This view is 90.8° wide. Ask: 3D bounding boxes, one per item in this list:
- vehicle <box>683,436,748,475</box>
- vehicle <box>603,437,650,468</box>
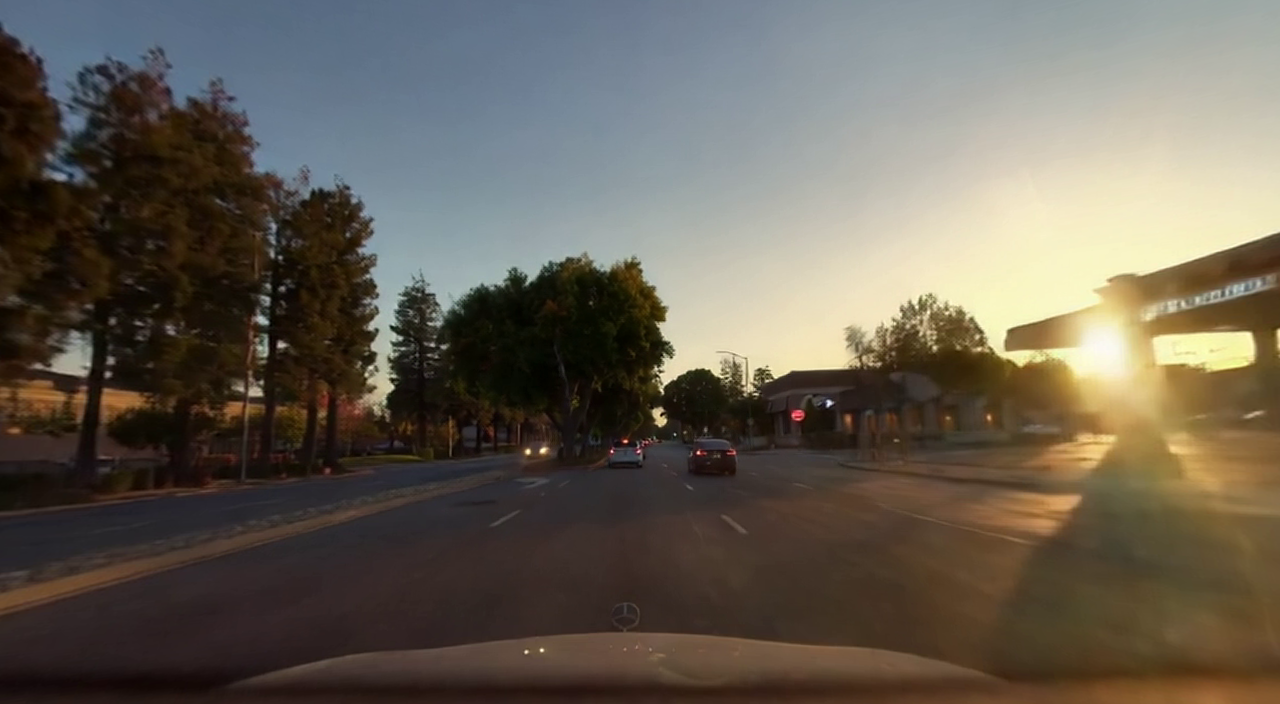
[{"bbox_3d":[3.035,4.261,26.444,2.057,1.491,4.675,0,-8,-1],"label":"vehicle"},{"bbox_3d":[-0.609,5.073,32.209,2.242,1.474,4.127,0,-8,0],"label":"vehicle"}]
